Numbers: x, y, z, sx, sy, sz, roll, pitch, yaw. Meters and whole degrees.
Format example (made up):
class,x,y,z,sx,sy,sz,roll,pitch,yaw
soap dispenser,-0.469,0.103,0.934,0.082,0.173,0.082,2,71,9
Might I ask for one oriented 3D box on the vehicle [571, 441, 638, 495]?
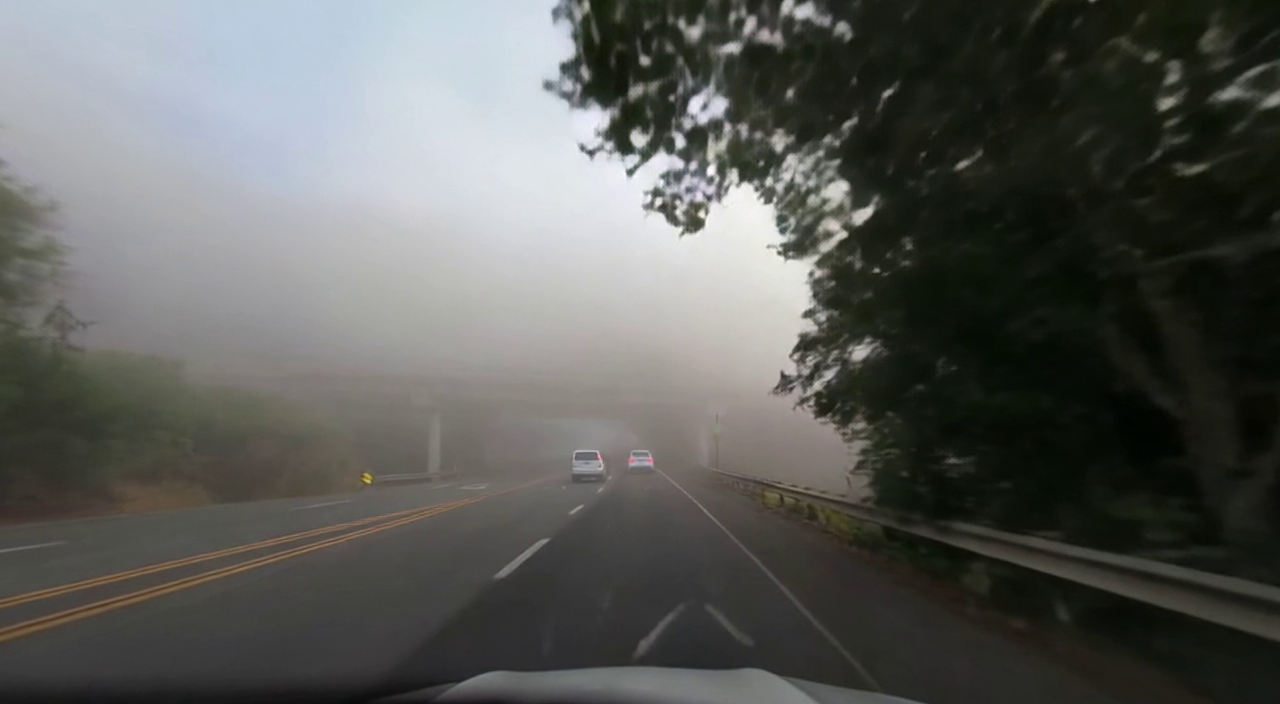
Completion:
class,x,y,z,sx,sy,sz,roll,pitch,yaw
vehicle,-1.171,3.822,21.036,2.037,1.601,3.643,0,-9,-3
